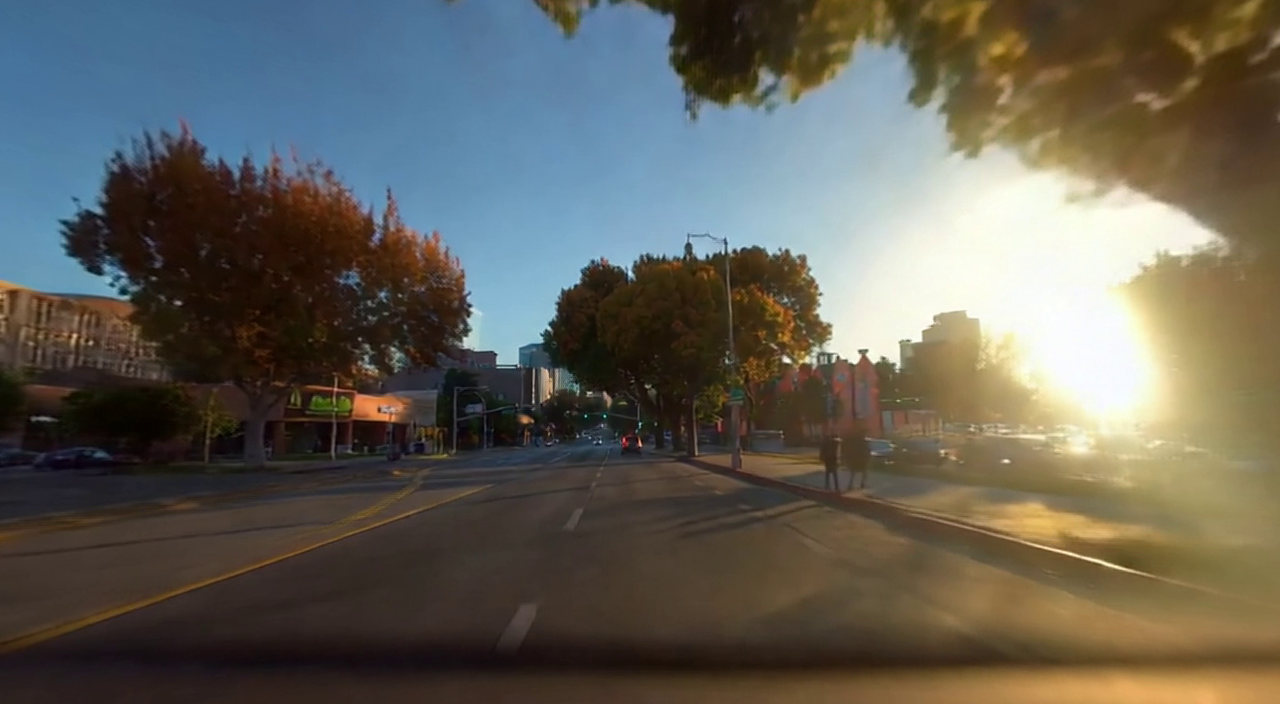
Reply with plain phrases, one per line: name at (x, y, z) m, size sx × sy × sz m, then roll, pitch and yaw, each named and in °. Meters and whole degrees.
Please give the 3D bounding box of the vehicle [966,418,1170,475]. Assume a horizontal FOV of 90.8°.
vehicle at (13.258, 2.956, 19.837) m, size 4.769 × 1.636 × 2.281 m, roll 0°, pitch -8°, yaw -2°

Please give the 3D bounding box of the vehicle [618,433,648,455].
vehicle at (-0.582, 7.196, 49.558) m, size 2.230 × 1.683 × 4.204 m, roll 0°, pitch -8°, yaw -2°

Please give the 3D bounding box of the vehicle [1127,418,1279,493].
vehicle at (13.964, 2.313, 14.339) m, size 4.228 × 1.548 × 1.881 m, roll 0°, pitch -8°, yaw -1°

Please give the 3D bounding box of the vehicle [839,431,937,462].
vehicle at (13.191, 5.027, 33.766) m, size 4.395 × 1.497 × 1.975 m, roll -1°, pitch -7°, yaw -1°
